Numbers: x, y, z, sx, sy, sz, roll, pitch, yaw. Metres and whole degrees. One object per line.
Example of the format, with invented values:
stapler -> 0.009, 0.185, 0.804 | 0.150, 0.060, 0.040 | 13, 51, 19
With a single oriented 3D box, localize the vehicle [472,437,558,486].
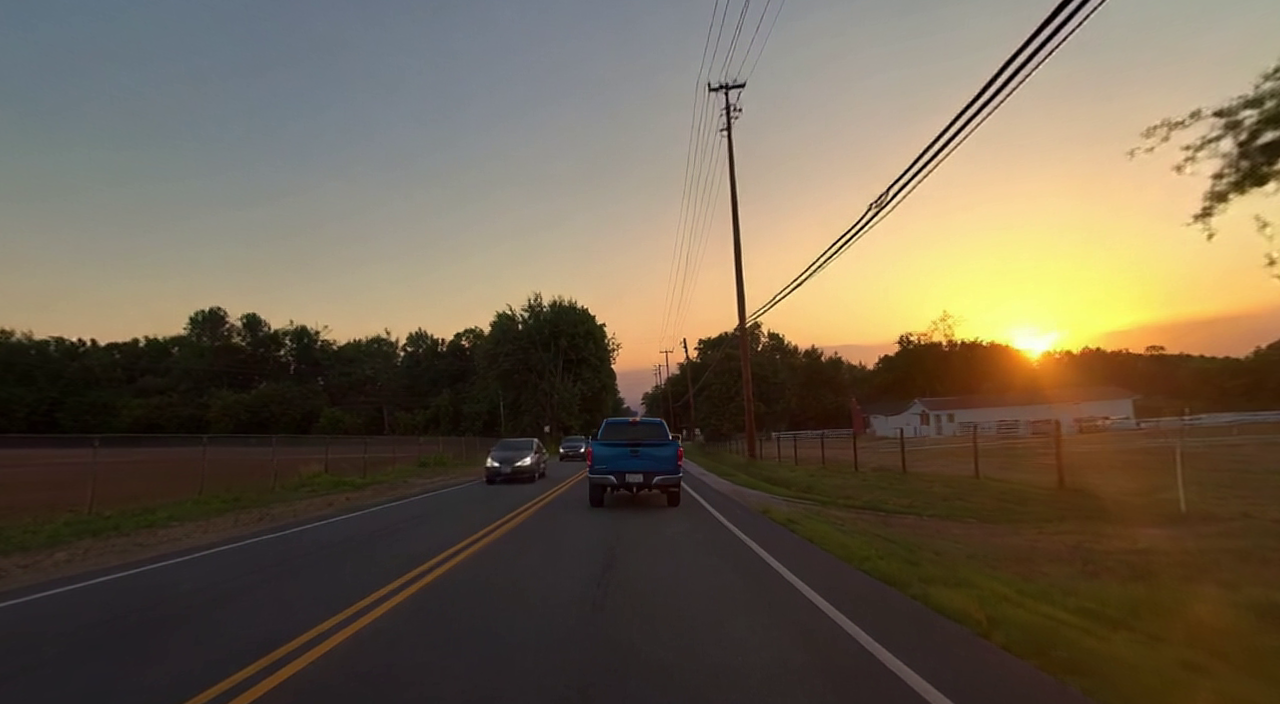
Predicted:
vehicle -> -4.086, 3.654, 21.419 | 1.935, 1.489, 4.495 | 0, -8, 1

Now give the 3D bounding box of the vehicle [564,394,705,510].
vehicle -> -0.155, 2.350, 15.146 | 2.693, 2.223, 5.885 | 0, -8, -1
